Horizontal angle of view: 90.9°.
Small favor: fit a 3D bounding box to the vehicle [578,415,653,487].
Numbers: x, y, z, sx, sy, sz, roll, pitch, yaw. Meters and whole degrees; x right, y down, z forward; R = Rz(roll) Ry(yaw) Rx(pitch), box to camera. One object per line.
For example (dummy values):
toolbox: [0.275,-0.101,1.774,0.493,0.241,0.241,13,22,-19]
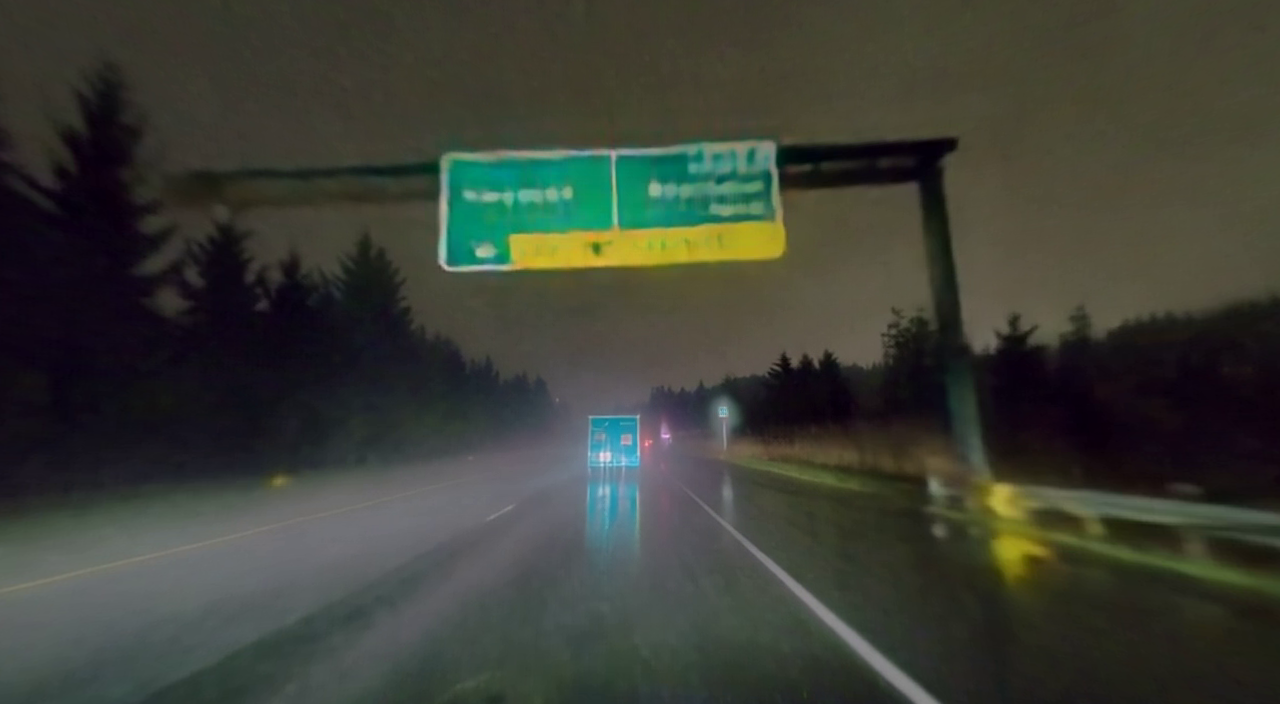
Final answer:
vehicle: [-0.768,3.347,21.603,2.248,2.154,4.892,0,-8,-1]
